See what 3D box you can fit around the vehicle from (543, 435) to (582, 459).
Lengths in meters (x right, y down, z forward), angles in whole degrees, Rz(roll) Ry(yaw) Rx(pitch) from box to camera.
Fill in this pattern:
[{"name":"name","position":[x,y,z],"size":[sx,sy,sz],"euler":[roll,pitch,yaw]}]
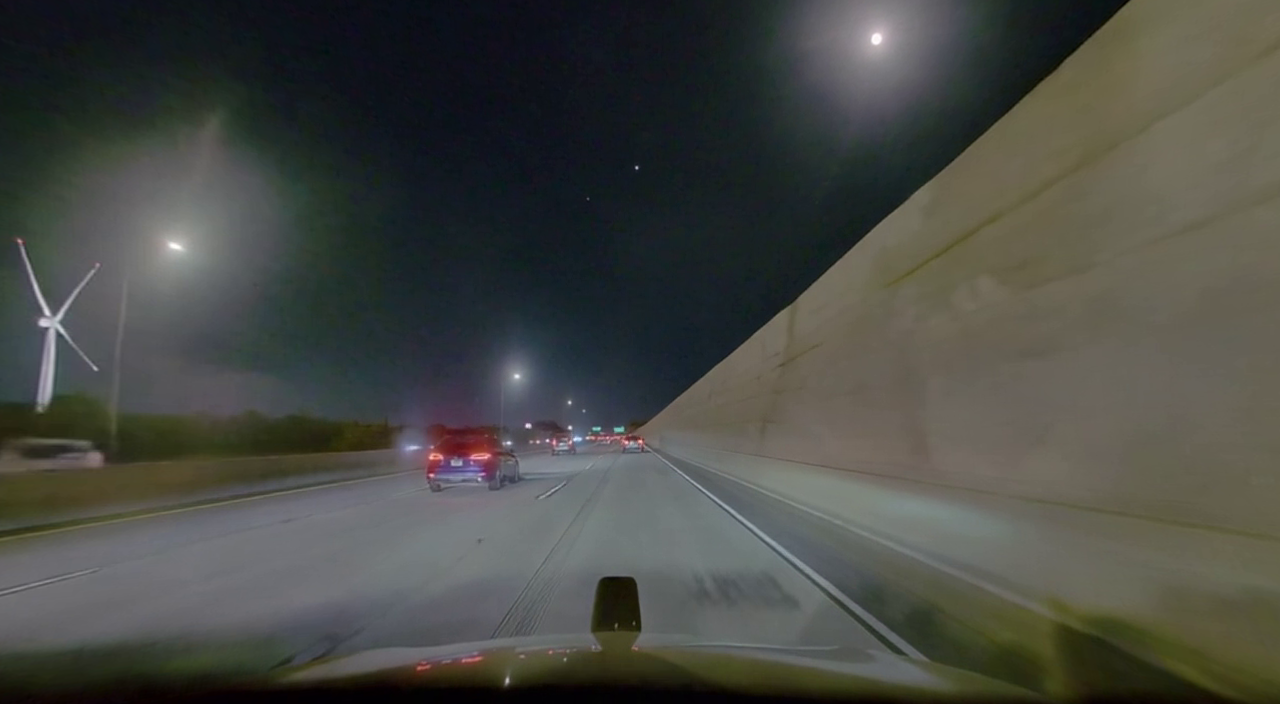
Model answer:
[{"name":"vehicle","position":[-4.822,5.971,39.772],"size":[2.059,1.436,3.802],"euler":[0,-8,-1]}]

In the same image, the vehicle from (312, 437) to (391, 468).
[{"name":"vehicle","position":[-14.608,5.082,32.211],"size":[2.069,1.492,4.152],"euler":[0,-8,0]}]

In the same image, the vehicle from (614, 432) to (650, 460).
[{"name":"vehicle","position":[-0.502,5.513,37.123],"size":[2.027,1.550,3.607],"euler":[0,-8,-2]}]

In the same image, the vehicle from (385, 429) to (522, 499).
[{"name":"vehicle","position":[-4.363,2.676,15.623],"size":[1.998,1.468,4.635],"euler":[0,-8,0]}]
